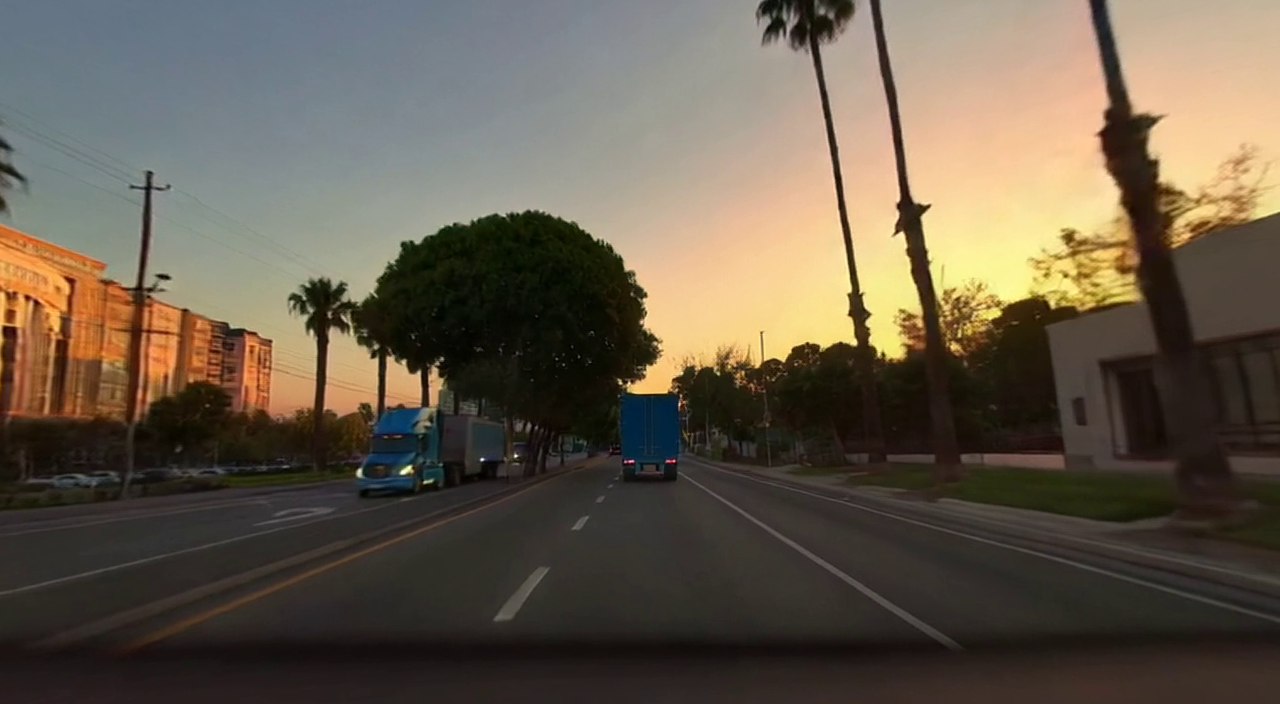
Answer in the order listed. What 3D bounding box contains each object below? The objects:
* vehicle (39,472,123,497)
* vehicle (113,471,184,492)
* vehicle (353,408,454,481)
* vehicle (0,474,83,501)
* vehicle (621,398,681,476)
[{"bbox_3d":[-35.205,8.352,39.589,3.645,1.423,1.671,0,-9,2],"label":"vehicle"},{"bbox_3d":[-35.414,9.316,45.265,3.601,1.427,1.646,0,-9,-2],"label":"vehicle"},{"bbox_3d":[-14.009,5.595,37.969,3.008,3.997,7.313,0,-9,2],"label":"vehicle"},{"bbox_3d":[-35.285,7.941,36.801,3.645,1.436,1.673,0,-9,1],"label":"vehicle"},{"bbox_3d":[0.368,5.194,37.773,2.992,3.949,11.815,0,-9,-2],"label":"vehicle"}]
